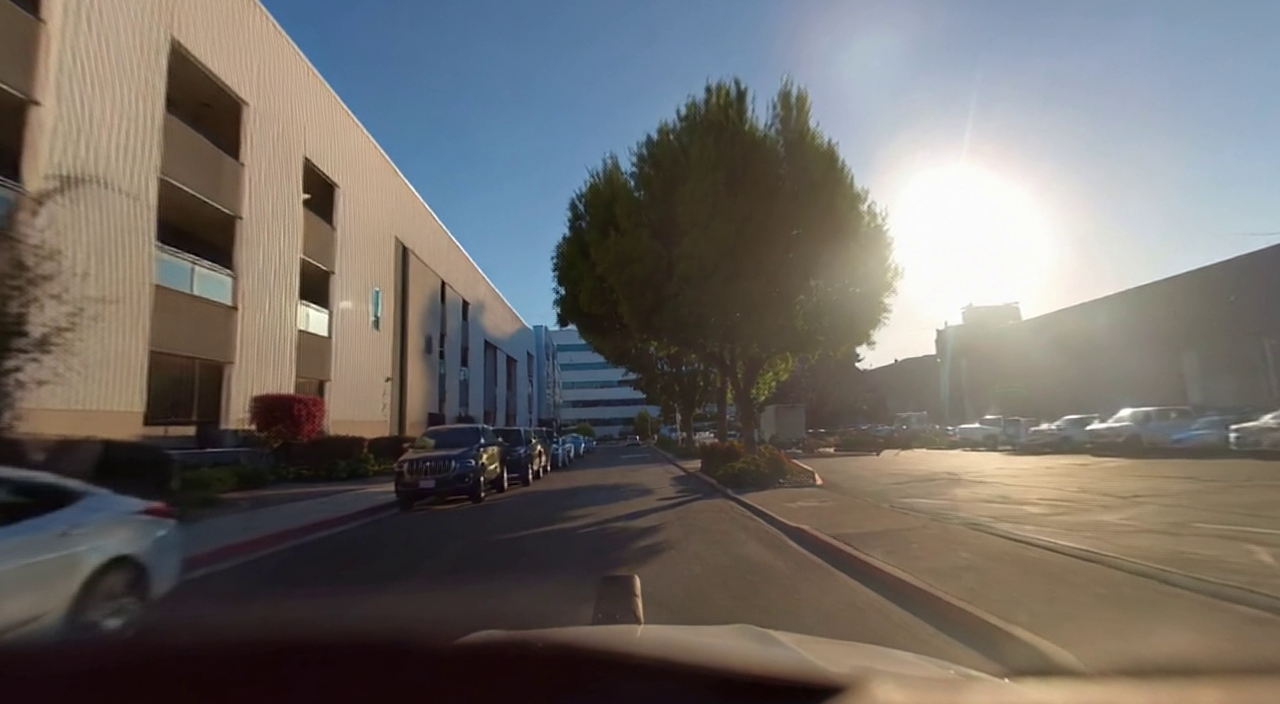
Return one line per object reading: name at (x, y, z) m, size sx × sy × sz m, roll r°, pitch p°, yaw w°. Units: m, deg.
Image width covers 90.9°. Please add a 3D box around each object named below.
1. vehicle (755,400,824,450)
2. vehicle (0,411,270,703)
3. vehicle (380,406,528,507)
vehicle at (10.117, 5.090, 43.497) m, size 2.622 × 3.108 × 7.053 m, roll 0°, pitch -8°, yaw -3°
vehicle at (-4.122, 1.124, 3.115) m, size 2.040 × 1.501 × 4.440 m, roll -4°, pitch -9°, yaw -2°
vehicle at (-4.170, 2.494, 15.065) m, size 2.161 × 1.843 × 5.181 m, roll -3°, pitch -9°, yaw -3°
